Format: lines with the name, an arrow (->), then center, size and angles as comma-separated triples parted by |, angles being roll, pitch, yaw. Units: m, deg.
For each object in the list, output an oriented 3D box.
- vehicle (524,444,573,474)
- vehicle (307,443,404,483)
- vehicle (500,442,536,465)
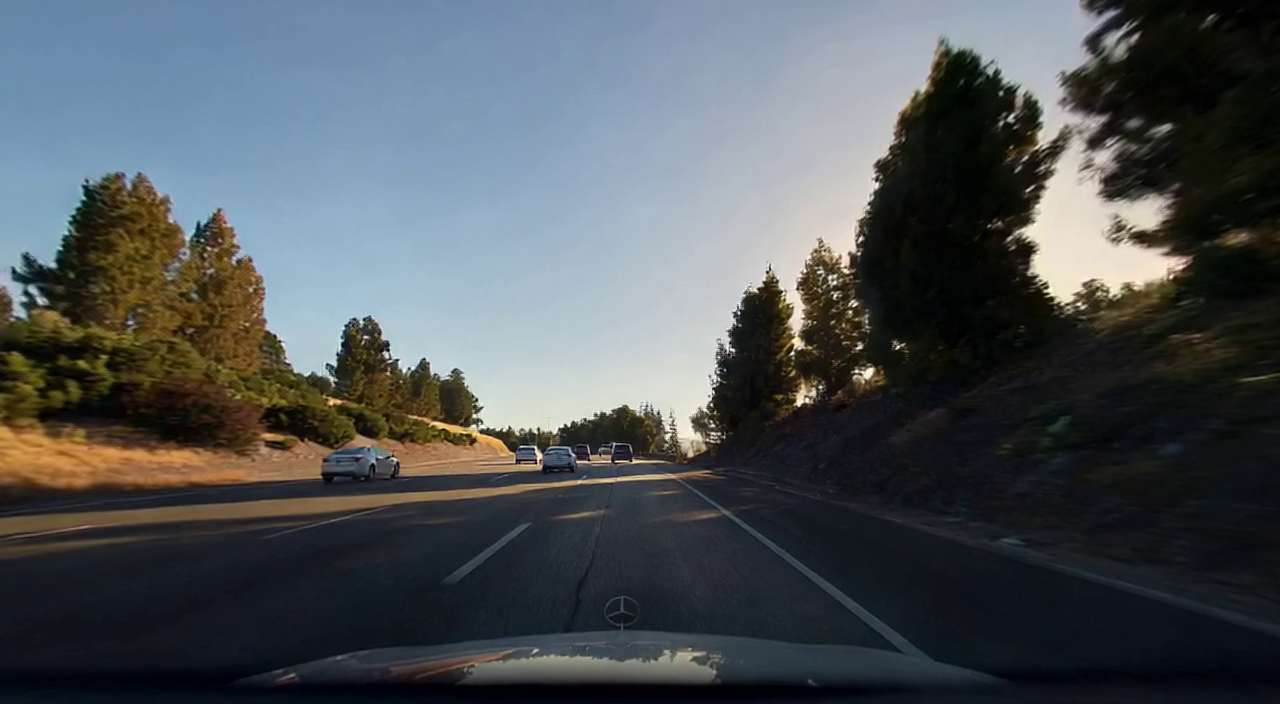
vehicle -> -4.721, 5.579, 33.047 | 2.120, 1.458, 4.031 | 0, -9, -2
vehicle -> -11.506, 4.507, 25.884 | 1.960, 1.487, 4.593 | 0, -9, -2
vehicle -> -9.080, 7.582, 47.211 | 2.015, 1.608, 4.294 | 0, -9, -3
